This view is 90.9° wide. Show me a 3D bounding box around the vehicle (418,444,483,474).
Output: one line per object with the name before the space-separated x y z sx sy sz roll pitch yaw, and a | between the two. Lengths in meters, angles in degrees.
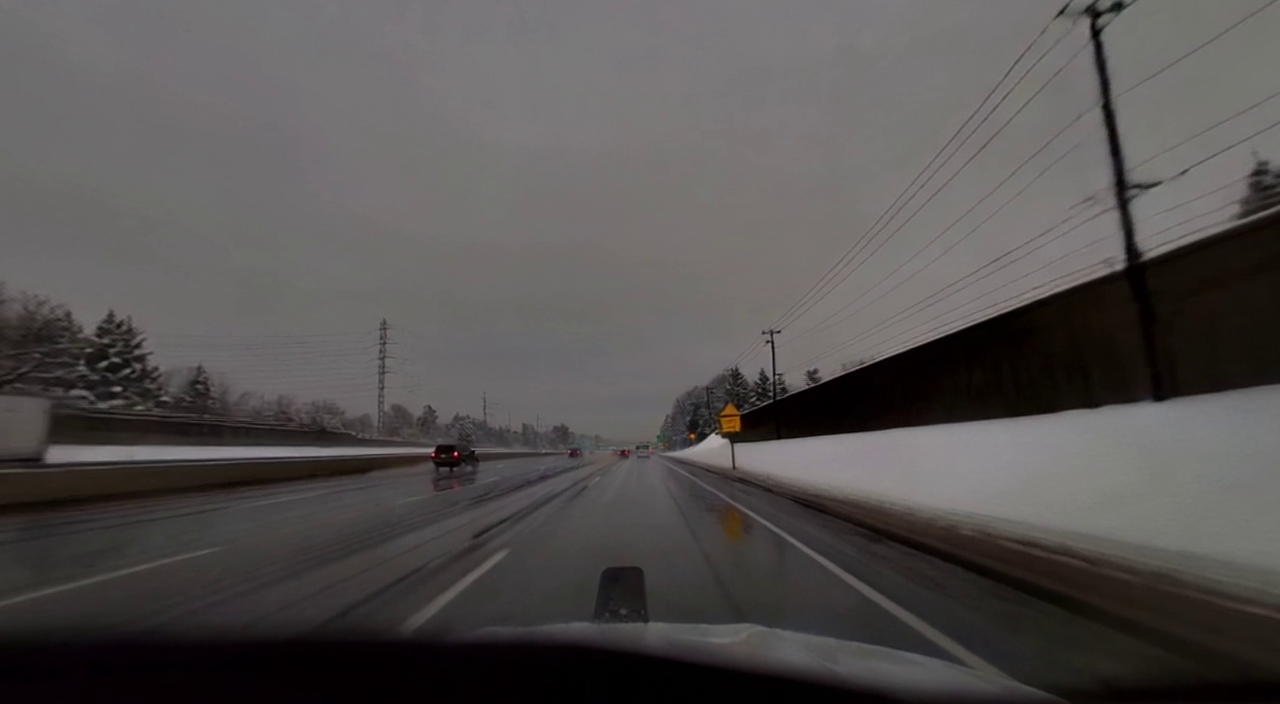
vehicle | -10.127 5.740 34.041 2.056 1.476 4.562 -1 -8 1
